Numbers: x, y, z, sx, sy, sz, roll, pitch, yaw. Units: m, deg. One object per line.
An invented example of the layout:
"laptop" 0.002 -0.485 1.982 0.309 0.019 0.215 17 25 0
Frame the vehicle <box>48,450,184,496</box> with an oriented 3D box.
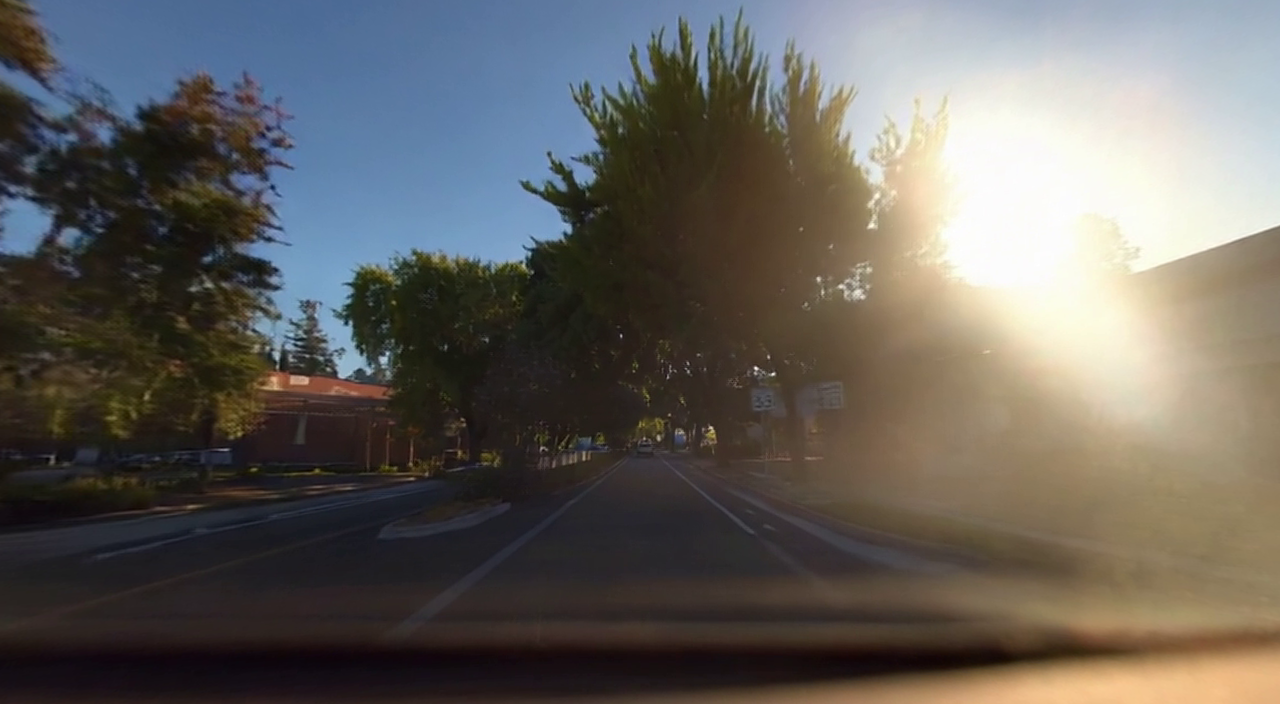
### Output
"vehicle" -19.253 4.410 23.528 2.061 1.475 4.357 1 -9 -13
